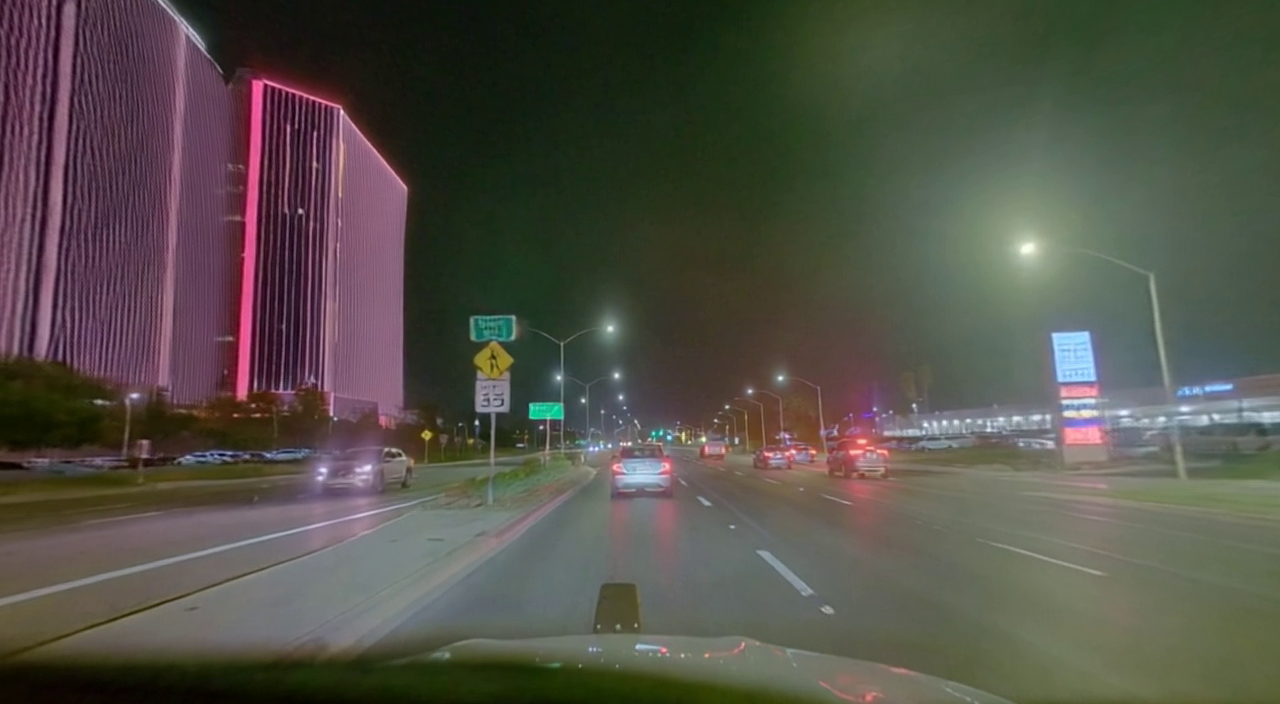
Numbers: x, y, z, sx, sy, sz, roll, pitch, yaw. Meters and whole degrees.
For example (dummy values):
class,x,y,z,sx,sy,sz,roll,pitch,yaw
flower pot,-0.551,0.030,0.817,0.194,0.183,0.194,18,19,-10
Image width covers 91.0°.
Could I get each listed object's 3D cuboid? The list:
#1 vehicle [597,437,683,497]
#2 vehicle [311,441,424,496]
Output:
class,x,y,z,sx,sy,sz,roll,pitch,yaw
vehicle,-0.042,3.138,17.581,2.126,1.475,3.967,0,-8,-1
vehicle,-9.098,3.874,21.424,1.903,1.476,4.395,-6,-8,-1
